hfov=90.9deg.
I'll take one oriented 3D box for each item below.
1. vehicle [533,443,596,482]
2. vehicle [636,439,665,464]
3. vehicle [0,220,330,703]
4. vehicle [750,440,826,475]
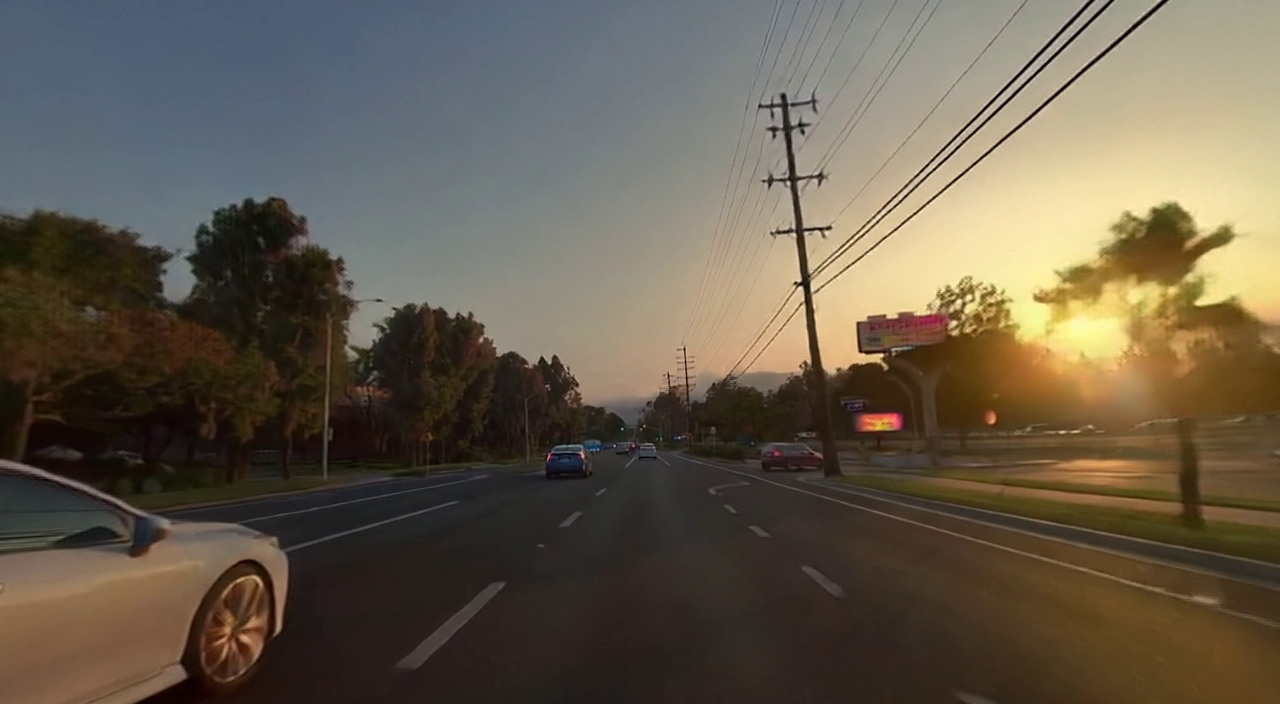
[{"bbox_3d":[-2.955,4.449,25.674,1.982,1.451,4.152,0,-9,1],"label":"vehicle"},{"bbox_3d":[0.772,7.600,48.221,2.155,1.781,3.977,0,-9,1],"label":"vehicle"},{"bbox_3d":[-3.041,0.457,0.692,2.381,1.961,5.563,-1,-9,2],"label":"vehicle"},{"bbox_3d":[7.247,5.064,30.573,2.062,1.541,4.420,-6,-10,33],"label":"vehicle"}]
